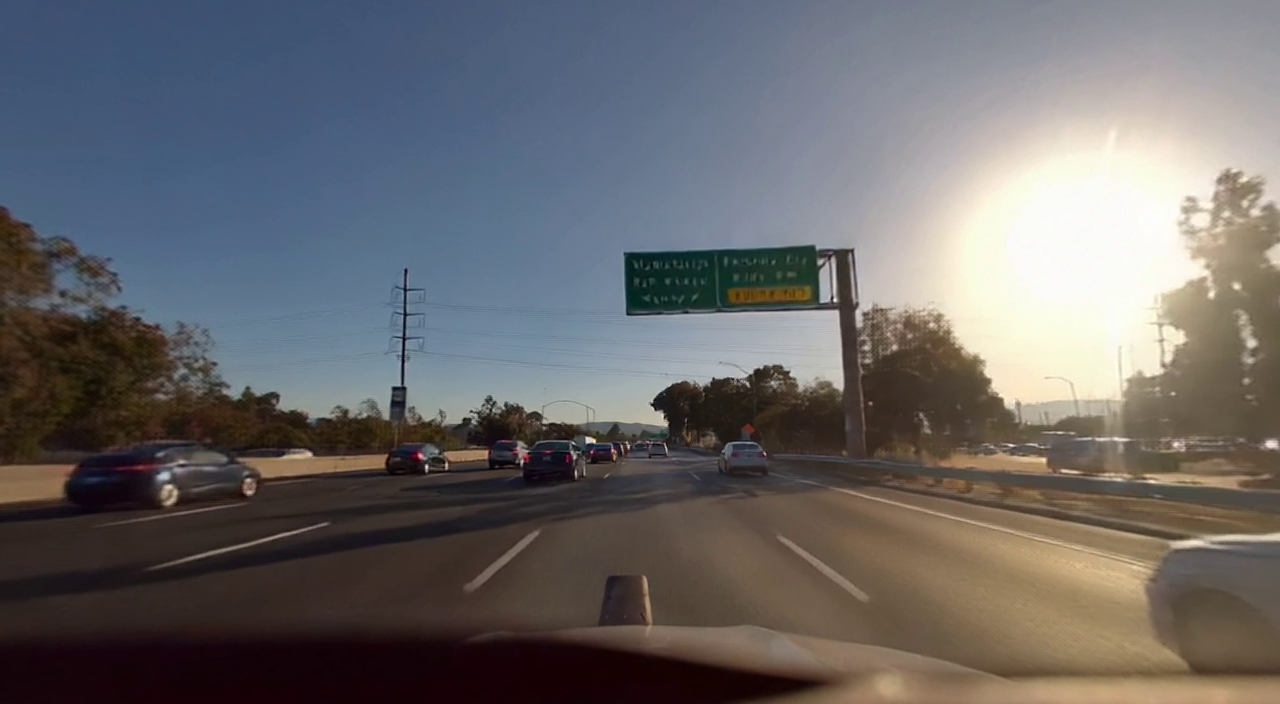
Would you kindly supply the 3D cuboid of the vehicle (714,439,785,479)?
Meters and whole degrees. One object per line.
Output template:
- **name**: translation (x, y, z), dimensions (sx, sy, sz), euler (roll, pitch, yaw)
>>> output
- **vehicle**: translation (4.394, 4.378, 26.073), dimensions (2.022, 1.472, 4.678), euler (0, -8, -1)

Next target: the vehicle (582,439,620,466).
- **vehicle**: translation (-2.519, 6.682, 42.211), dimensions (2.133, 1.668, 4.505), euler (0, -8, 2)

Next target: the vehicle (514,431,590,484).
- **vehicle**: translation (-3.130, 3.873, 23.454), dimensions (2.133, 1.775, 4.530), euler (0, -8, 1)

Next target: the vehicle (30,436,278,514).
- **vehicle**: translation (-10.726, 2.711, 14.523), dimensions (1.926, 1.479, 4.688), euler (0, -8, 1)

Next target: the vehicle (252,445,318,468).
- **vehicle**: translation (-23.530, 6.925, 41.989), dimensions (1.834, 1.482, 4.337), euler (0, -8, 1)

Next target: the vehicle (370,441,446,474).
- **vehicle**: translation (-11.042, 5.039, 30.417), dimensions (1.877, 1.458, 4.543), euler (0, -8, 1)

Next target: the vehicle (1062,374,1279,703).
- **vehicle**: translation (3.742, 0.761, 1.812), dimensions (2.036, 1.580, 4.360), euler (0, -8, 0)
